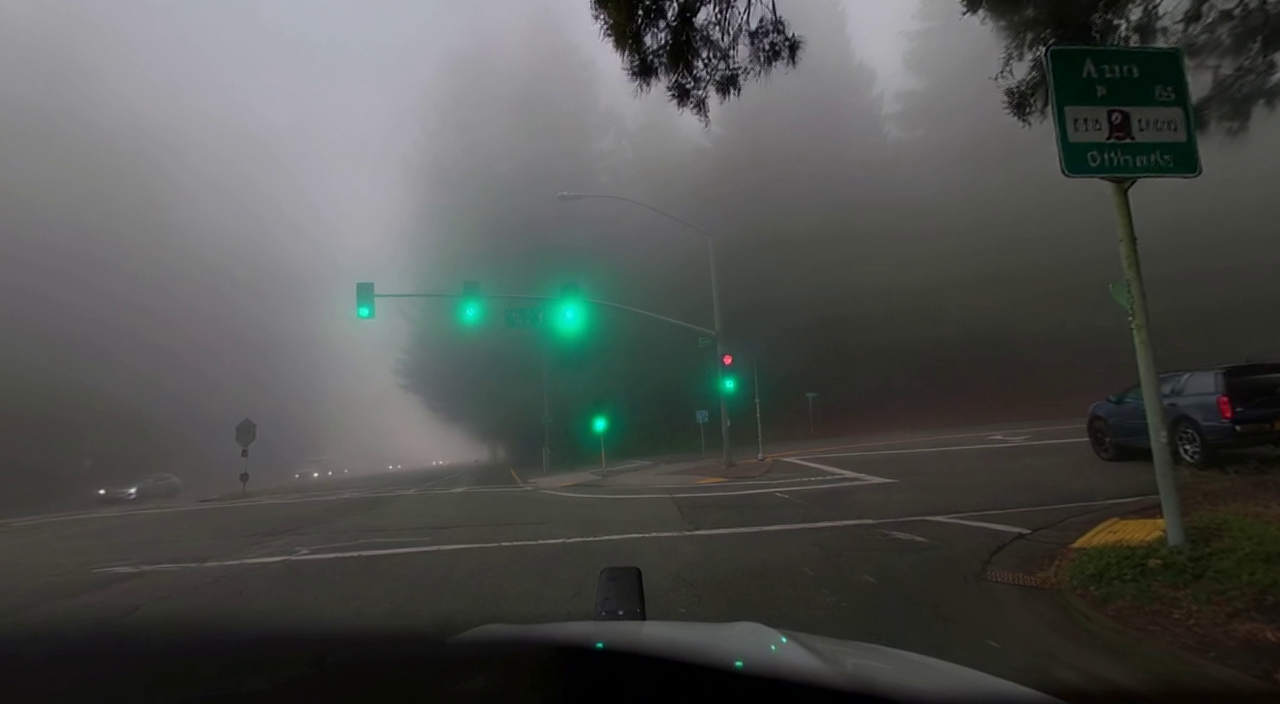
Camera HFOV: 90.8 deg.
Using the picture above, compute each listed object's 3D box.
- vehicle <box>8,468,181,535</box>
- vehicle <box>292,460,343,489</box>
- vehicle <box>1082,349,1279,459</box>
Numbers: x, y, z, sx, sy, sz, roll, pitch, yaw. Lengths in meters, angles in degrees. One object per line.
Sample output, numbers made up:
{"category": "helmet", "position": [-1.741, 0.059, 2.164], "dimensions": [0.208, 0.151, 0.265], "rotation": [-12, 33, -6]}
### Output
{"category": "vehicle", "position": [-17.021, 4.623, 20.089], "dimensions": [2.078, 1.486, 4.629], "rotation": [-4, -8, -11]}
{"category": "vehicle", "position": [-21.082, 7.991, 41.474], "dimensions": [1.986, 1.492, 4.332], "rotation": [-3, -8, -13]}
{"category": "vehicle", "position": [10.646, 1.084, 11.784], "dimensions": [1.855, 1.669, 4.529], "rotation": [-2, -9, 6]}
